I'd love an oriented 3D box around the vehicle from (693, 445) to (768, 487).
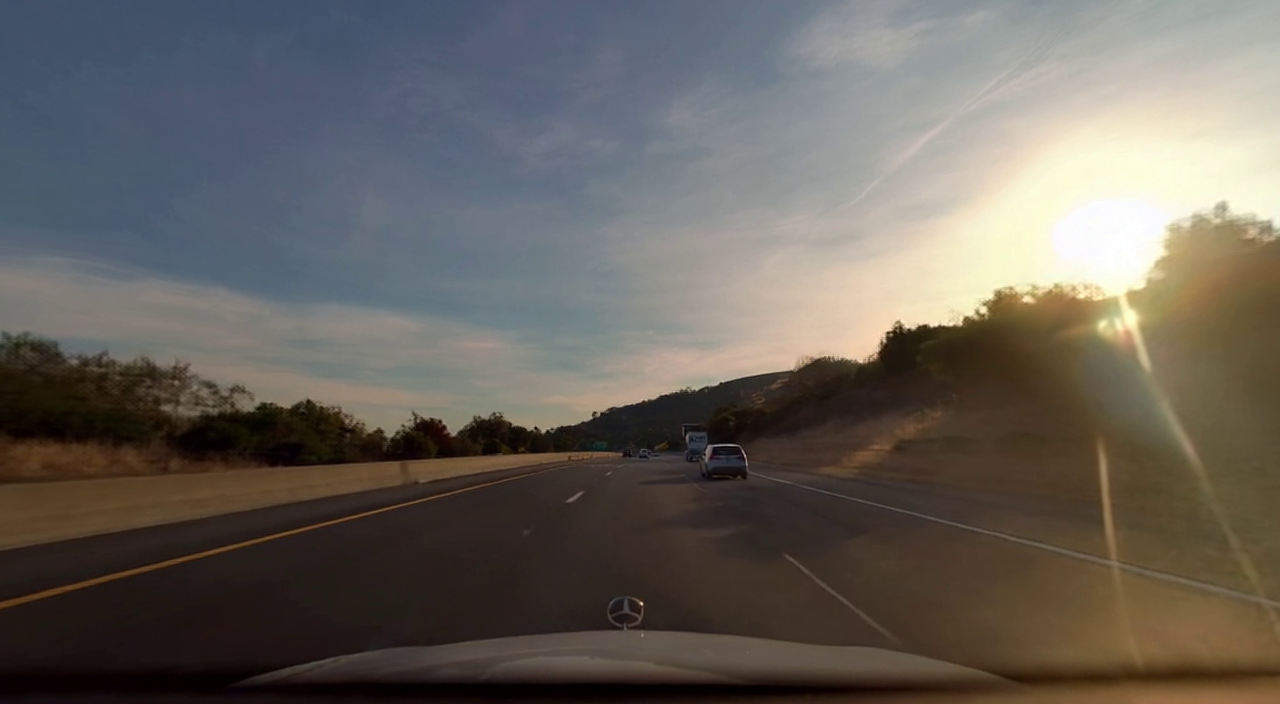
[{"bbox_3d":[3.401,4.385,24.635,2.193,1.462,4.533,0,-8,-1],"label":"vehicle"}]
